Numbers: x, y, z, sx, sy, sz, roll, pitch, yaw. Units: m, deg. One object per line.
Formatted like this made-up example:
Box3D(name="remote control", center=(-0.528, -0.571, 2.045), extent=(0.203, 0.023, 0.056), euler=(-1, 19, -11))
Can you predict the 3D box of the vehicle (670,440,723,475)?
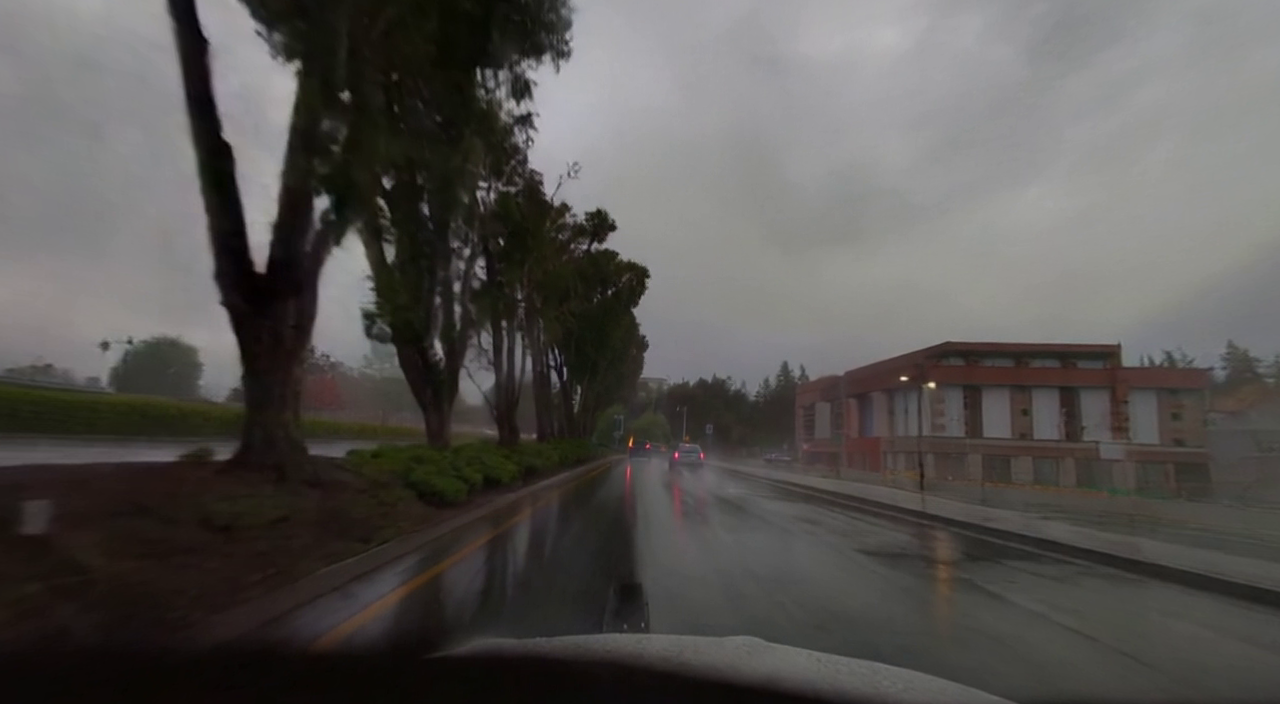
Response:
Box3D(name="vehicle", center=(2.515, 4.839, 29.286), extent=(1.956, 1.473, 4.640), euler=(0, -8, -1))
